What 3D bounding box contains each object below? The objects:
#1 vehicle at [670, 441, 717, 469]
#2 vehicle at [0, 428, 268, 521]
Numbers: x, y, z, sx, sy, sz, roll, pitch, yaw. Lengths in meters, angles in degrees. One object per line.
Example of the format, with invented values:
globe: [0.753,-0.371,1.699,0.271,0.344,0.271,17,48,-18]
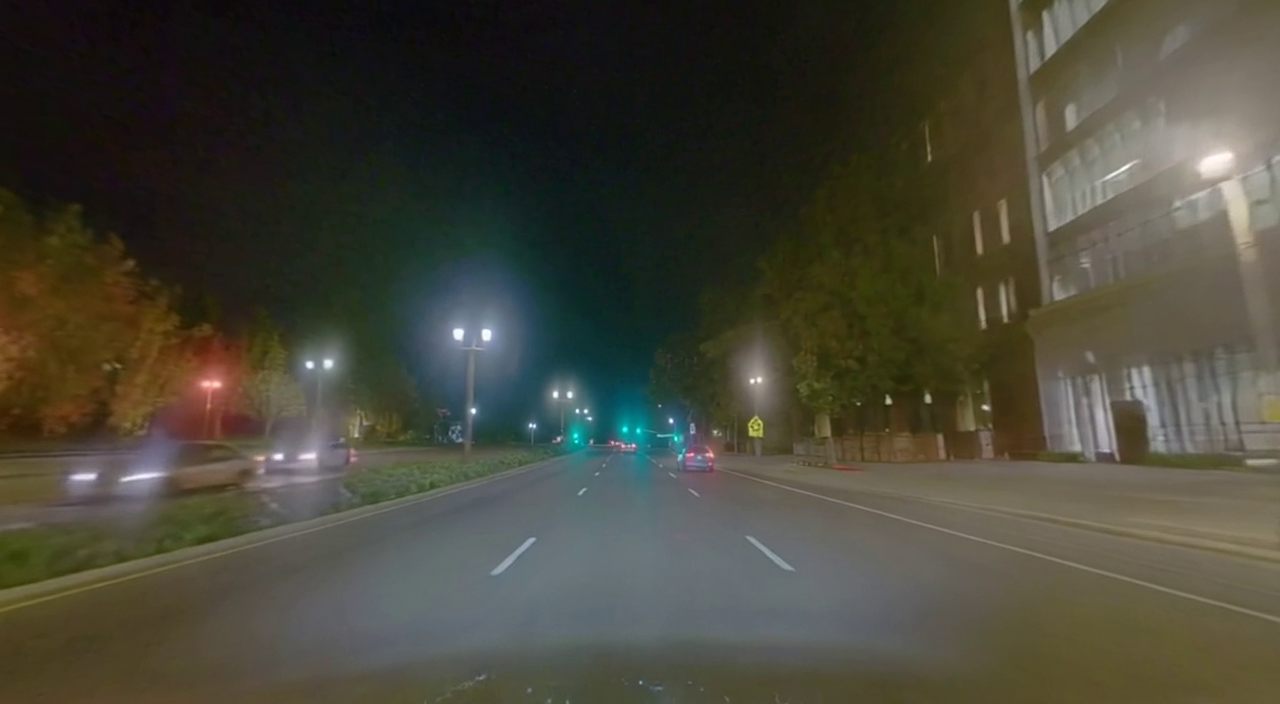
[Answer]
vehicle: [2.950,5.795,35.734,2.090,1.506,4.382,0,-8,-2]
vehicle: [-9.665,2.336,12.581,1.874,1.520,4.215,0,-8,1]
